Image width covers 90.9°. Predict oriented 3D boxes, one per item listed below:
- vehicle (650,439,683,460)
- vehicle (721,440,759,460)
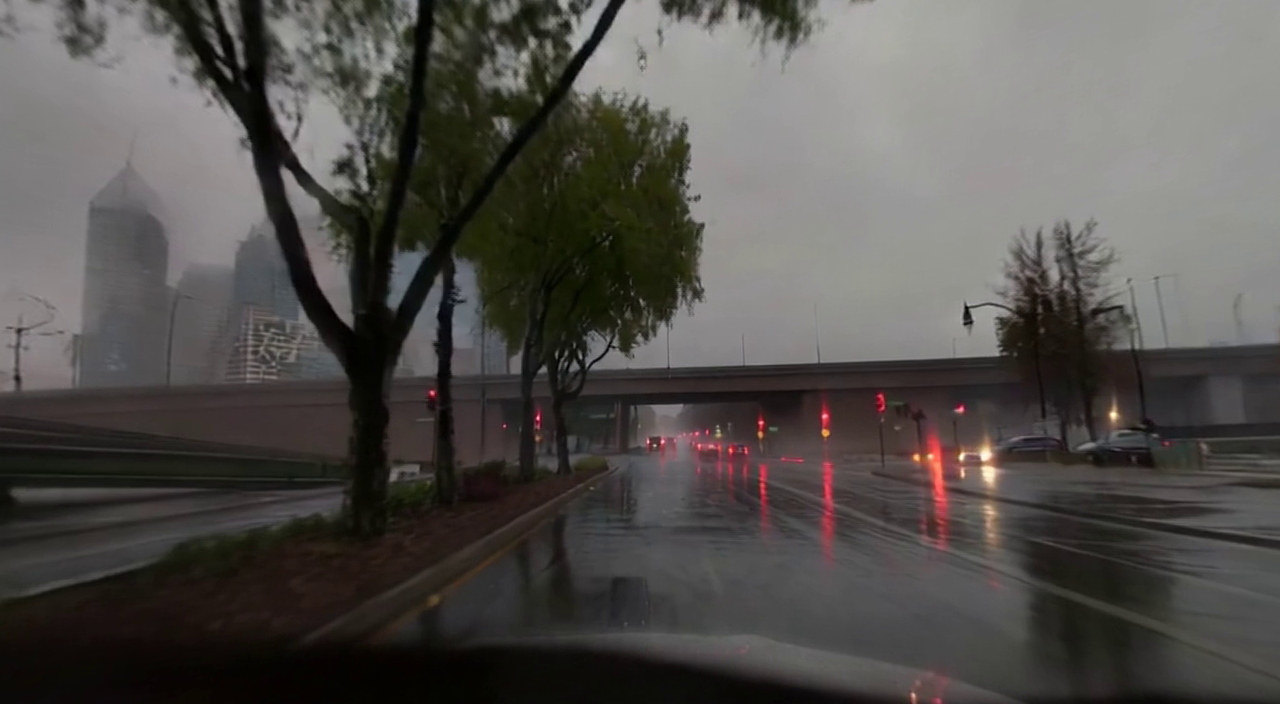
[{"bbox_3d":[1.942,7.161,46.359,2.280,1.475,4.051,0,-8,3],"label":"vehicle"},{"bbox_3d":[7.485,7.388,47.726,2.035,1.435,4.481,0,-8,-1],"label":"vehicle"}]
